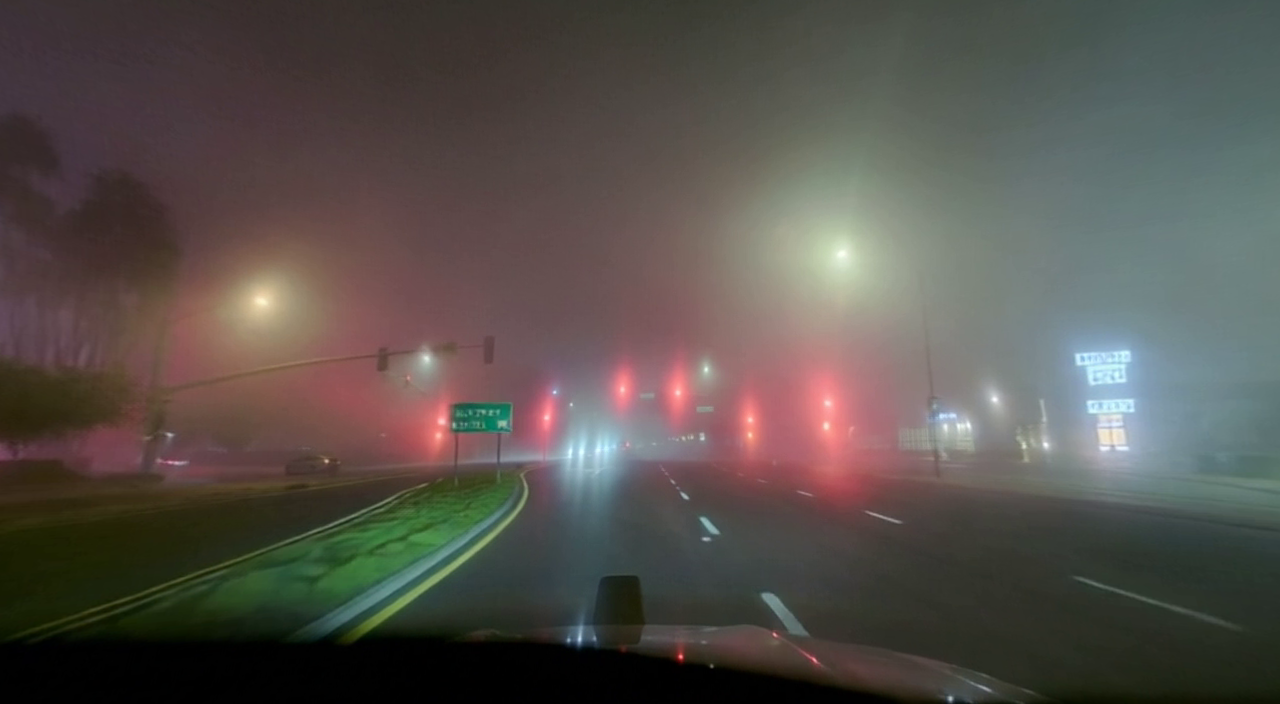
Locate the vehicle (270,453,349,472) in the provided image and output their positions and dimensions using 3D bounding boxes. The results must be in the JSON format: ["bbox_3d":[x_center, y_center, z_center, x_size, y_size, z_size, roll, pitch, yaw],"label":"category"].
[{"bbox_3d":[-25.016,8.370,47.945,4.854,1.406,2.060,0,-8,1],"label":"vehicle"}]

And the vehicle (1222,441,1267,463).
[{"bbox_3d":[41.343,6.842,43.277,1.821,1.442,3.914,-7,-11,39],"label":"vehicle"}]

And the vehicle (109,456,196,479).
[{"bbox_3d":[-34.451,8.164,44.716,4.567,1.460,1.917,0,-8,0],"label":"vehicle"}]

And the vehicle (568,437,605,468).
[{"bbox_3d":[-3.019,5.740,36.213,1.990,1.639,3.885,0,-8,-4],"label":"vehicle"}]
